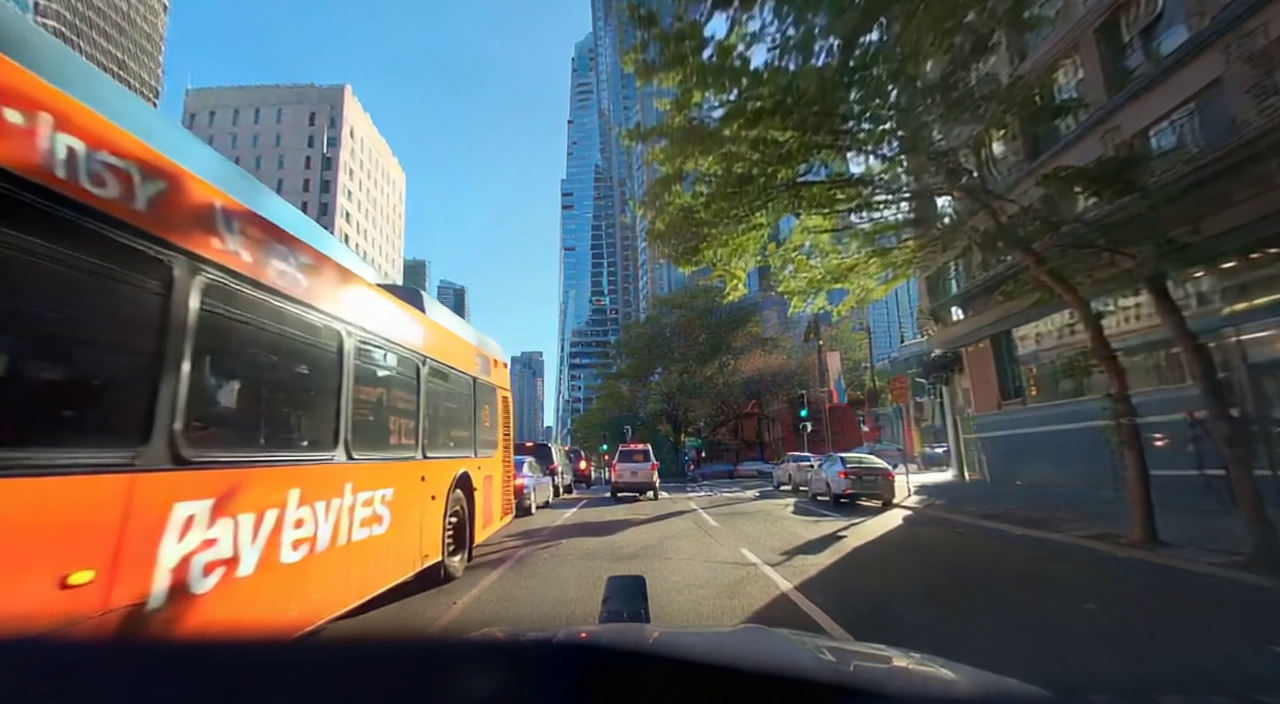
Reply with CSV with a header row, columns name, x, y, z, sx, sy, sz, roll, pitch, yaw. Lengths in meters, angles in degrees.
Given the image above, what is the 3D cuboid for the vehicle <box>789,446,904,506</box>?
name,x,y,z,sx,sy,sz,roll,pitch,yaw
vehicle,5.970,3.610,18.900,1.919,1.529,4.558,0,-9,0

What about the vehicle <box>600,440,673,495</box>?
name,x,y,z,sx,sy,sz,roll,pitch,yaw
vehicle,-0.064,4.091,22.768,2.328,1.746,5.072,0,-9,1

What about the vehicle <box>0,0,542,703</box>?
name,x,y,z,sx,sy,sz,roll,pitch,yaw
vehicle,-3.034,0.236,3.083,2.922,3.323,13.151,0,-9,0

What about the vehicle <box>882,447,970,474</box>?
name,x,y,z,sx,sy,sz,roll,pitch,yaw
vehicle,17.590,6.657,38.895,4.598,1.519,1.994,1,-9,-14
